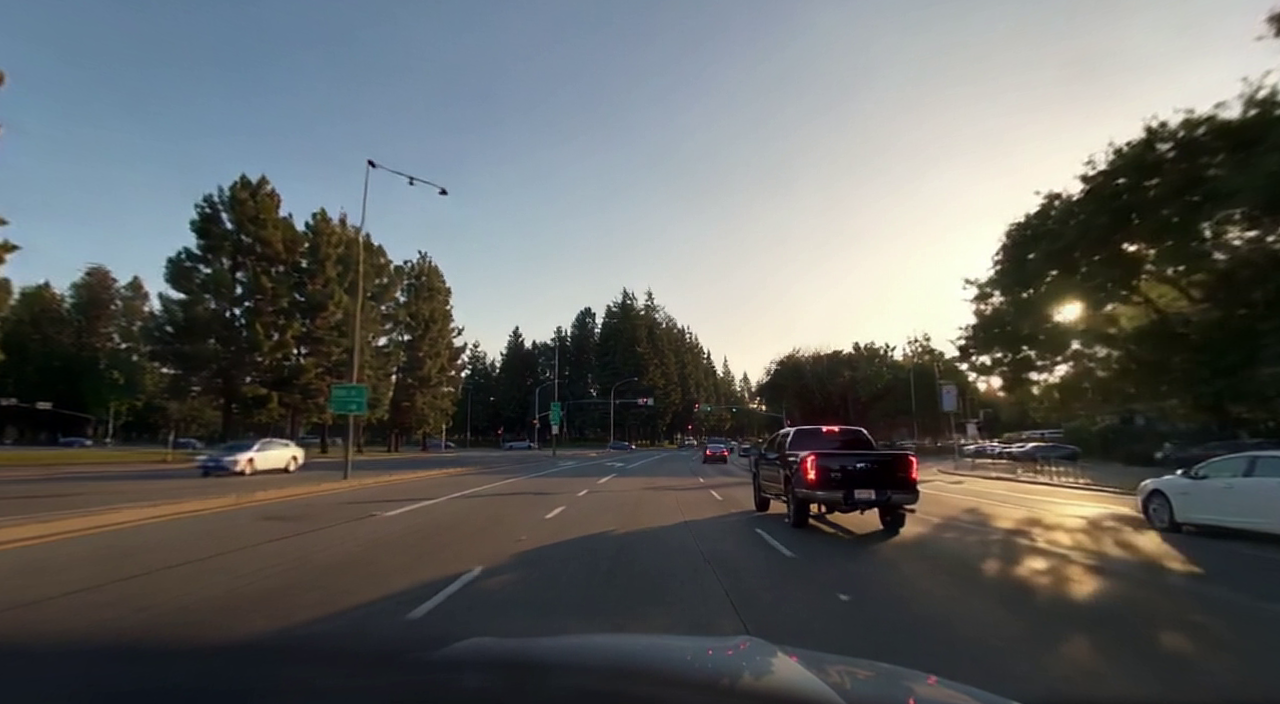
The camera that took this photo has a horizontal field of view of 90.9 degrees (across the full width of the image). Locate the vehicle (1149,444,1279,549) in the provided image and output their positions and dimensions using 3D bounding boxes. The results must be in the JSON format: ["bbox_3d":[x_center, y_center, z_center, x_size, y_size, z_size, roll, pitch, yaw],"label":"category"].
[{"bbox_3d":[10.296,2.108,9.207,1.963,1.513,4.600,0,-8,2],"label":"vehicle"}]

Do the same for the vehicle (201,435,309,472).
[{"bbox_3d":[-17.696,4.684,29.288,1.893,1.593,4.575,-1,-8,4],"label":"vehicle"}]

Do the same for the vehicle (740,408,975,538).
[{"bbox_3d":[3.460,2.093,11.624,2.333,1.777,5.713,0,-8,0],"label":"vehicle"}]

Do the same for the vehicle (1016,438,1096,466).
[{"bbox_3d":[25.469,6.124,38.621,3.945,1.618,1.919,3,-9,-18],"label":"vehicle"}]

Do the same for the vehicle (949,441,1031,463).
[{"bbox_3d":[24.164,6.893,43.537,4.711,1.460,2.149,2,-9,-17],"label":"vehicle"}]

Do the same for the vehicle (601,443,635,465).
[{"bbox_3d":[-1.557,7.406,45.961,1.958,1.542,4.175,-1,-8,5],"label":"vehicle"}]
